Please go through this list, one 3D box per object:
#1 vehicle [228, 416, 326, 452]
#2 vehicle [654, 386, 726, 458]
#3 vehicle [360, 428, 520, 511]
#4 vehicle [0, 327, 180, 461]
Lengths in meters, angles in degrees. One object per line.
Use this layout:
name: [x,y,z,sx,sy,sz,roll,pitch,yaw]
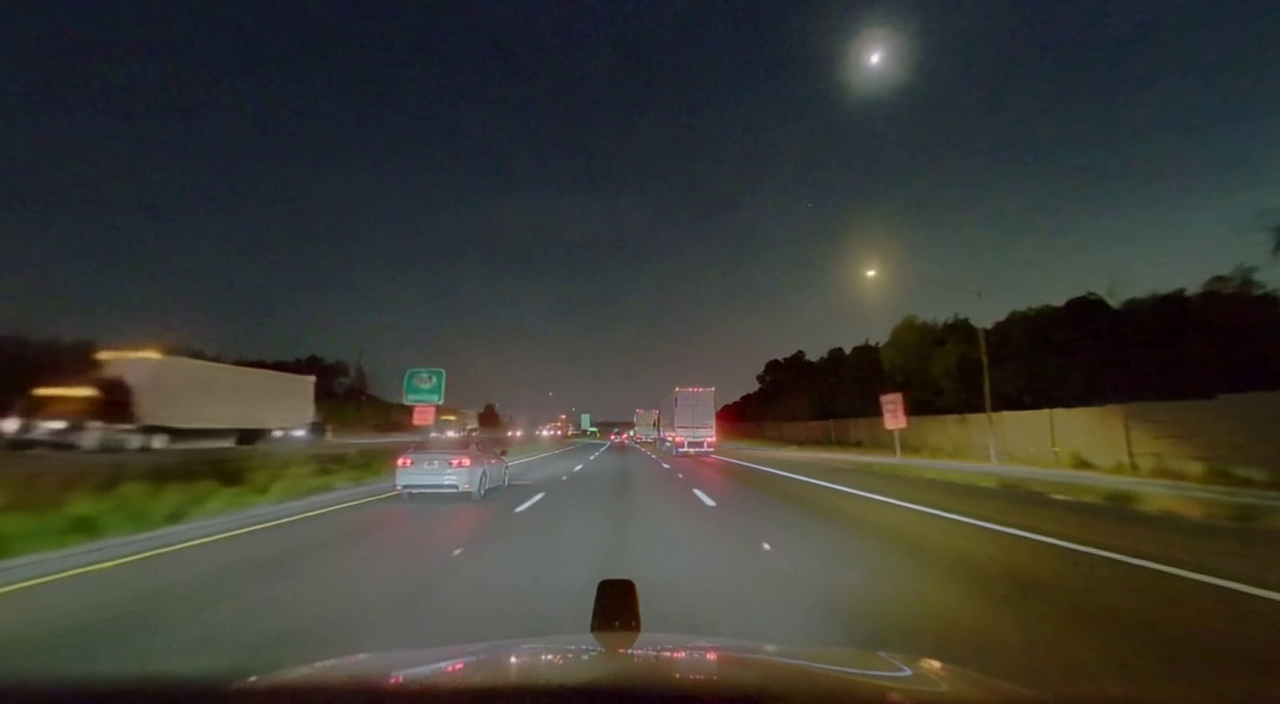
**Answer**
vehicle: [-16.528,3.770,28.983,1.890,1.477,4.467,0,-8,-1]
vehicle: [3.009,4.875,42.833,3.241,4.042,14.292,0,-7,-2]
vehicle: [-3.941,2.360,13.316,1.971,1.444,4.401,0,-8,-1]
vehicle: [-19.412,1.571,21.215,3.132,3.870,5.926,1,-8,0]
